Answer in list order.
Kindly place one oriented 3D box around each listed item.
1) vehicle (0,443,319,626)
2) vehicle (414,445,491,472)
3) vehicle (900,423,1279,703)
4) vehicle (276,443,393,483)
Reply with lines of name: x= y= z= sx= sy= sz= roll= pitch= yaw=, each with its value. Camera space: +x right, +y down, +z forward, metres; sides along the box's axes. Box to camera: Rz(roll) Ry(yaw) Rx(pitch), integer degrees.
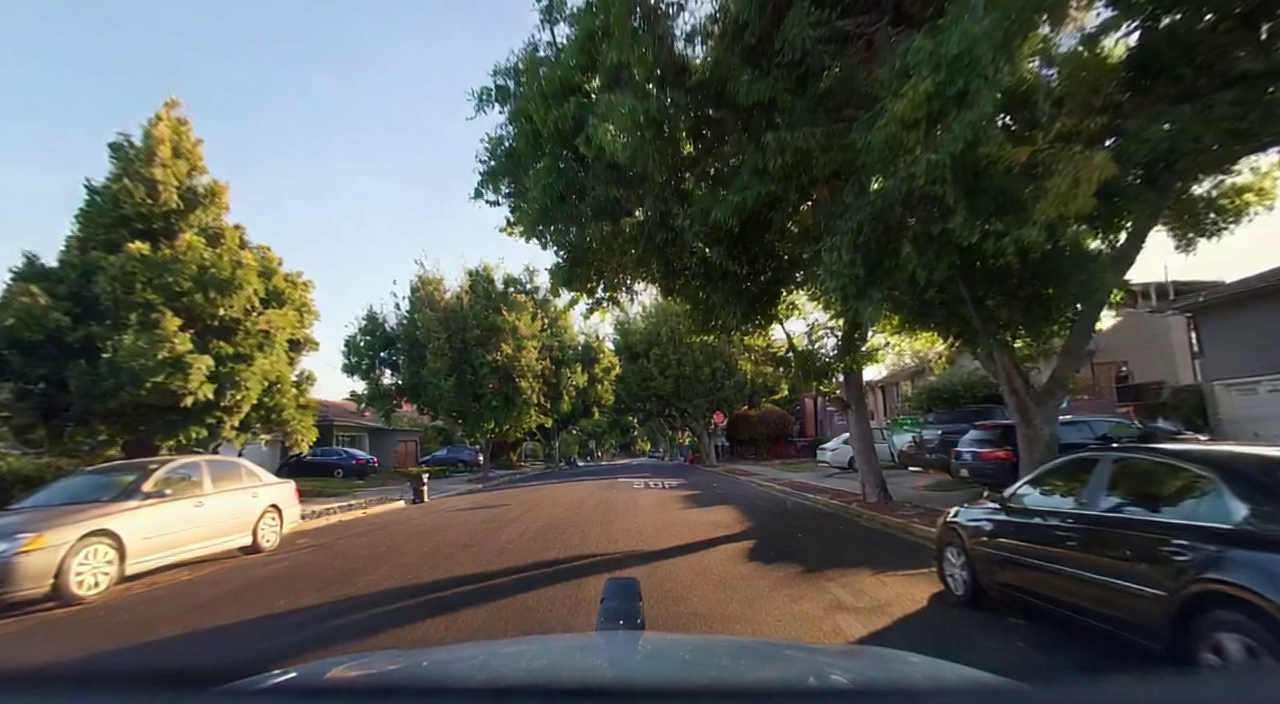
vehicle: x=-6.414 y=1.991 z=7.820 sx=2.099 sy=1.532 sz=5.262 roll=-4 pitch=-9 yaw=1
vehicle: x=-13.398 y=7.615 z=45.314 sx=4.809 sy=1.865 sz=2.093 roll=0 pitch=-9 yaw=-1
vehicle: x=3.476 y=1.147 z=3.383 sx=2.016 sy=1.450 sz=4.727 roll=0 pitch=-9 yaw=-2
vehicle: x=-14.213 y=5.143 z=29.532 sx=4.493 sy=1.776 sz=1.997 roll=-1 pitch=-9 yaw=9
